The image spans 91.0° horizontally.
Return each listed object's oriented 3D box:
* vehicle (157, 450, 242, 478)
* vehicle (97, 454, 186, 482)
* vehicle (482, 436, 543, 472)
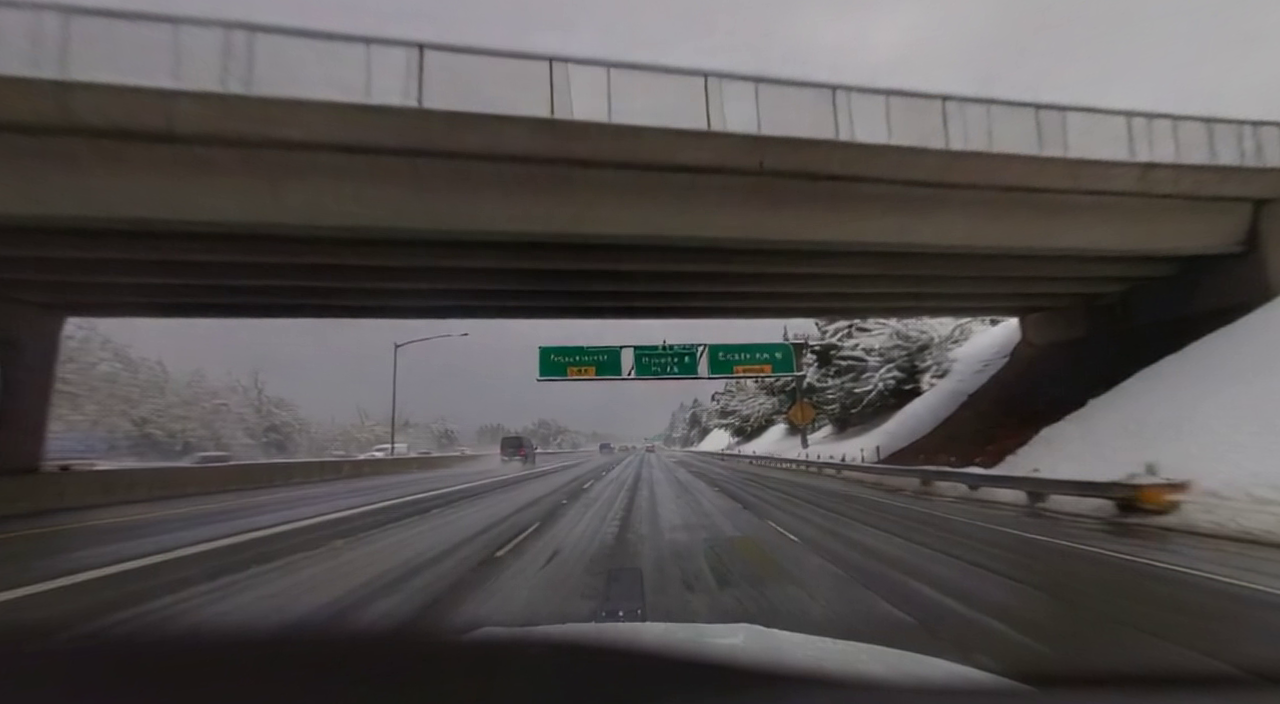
[{"bbox_3d":[-27.374,6.949,39.324,1.929,1.631,4.603,0,-9,1],"label":"vehicle"},{"bbox_3d":[-30.934,7.184,39.248,1.903,1.531,4.456,0,-9,0],"label":"vehicle"},{"bbox_3d":[-7.418,5.990,37.233,2.341,1.959,5.684,0,-9,1],"label":"vehicle"}]
